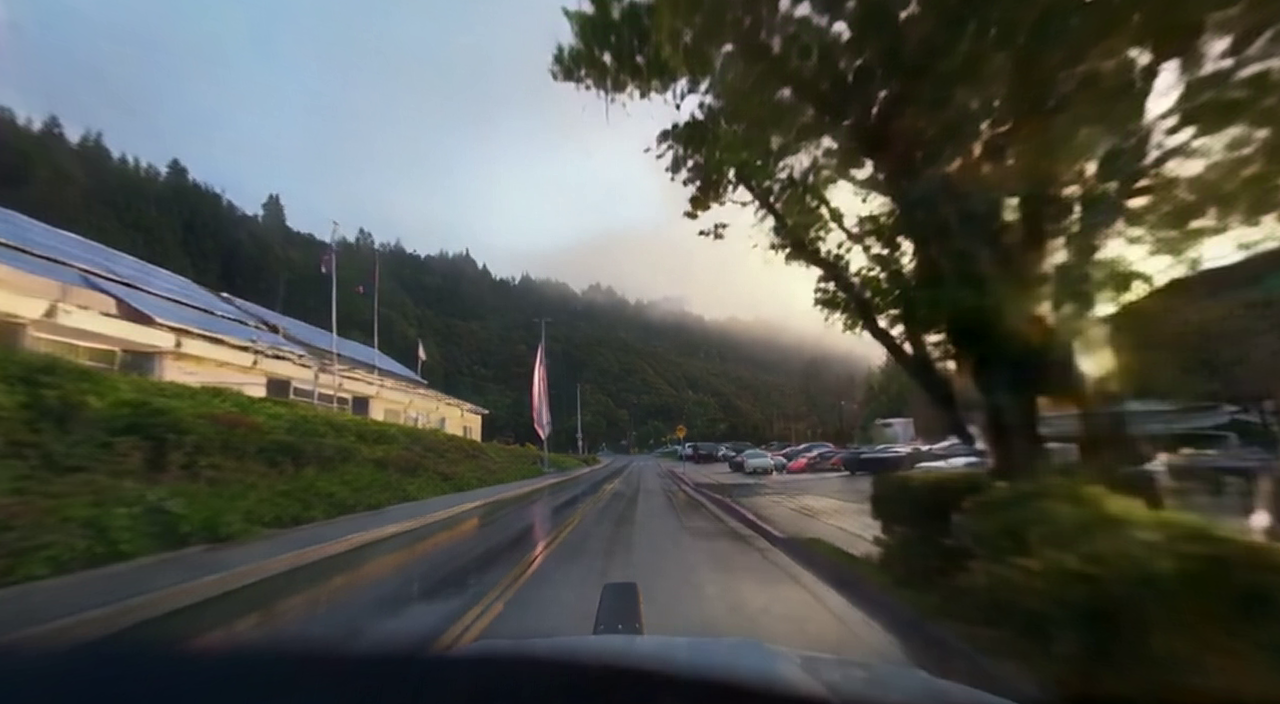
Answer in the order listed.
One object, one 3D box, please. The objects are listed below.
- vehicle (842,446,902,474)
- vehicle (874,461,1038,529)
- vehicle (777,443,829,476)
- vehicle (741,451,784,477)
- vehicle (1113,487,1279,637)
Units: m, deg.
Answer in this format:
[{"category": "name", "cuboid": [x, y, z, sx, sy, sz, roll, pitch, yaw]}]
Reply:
[{"category": "vehicle", "cuboid": [14.711, 6.844, 40.121, 1.947, 1.657, 4.314, 0, -9, -4]}, {"category": "vehicle", "cuboid": [8.109, 3.657, 16.574, 1.981, 1.471, 3.636, 1, -9, -10]}, {"category": "vehicle", "cuboid": [10.396, 6.883, 40.452, 2.113, 1.945, 4.546, -1, -9, 1]}, {"category": "vehicle", "cuboid": [7.735, 7.100, 39.992, 1.909, 1.496, 4.079, 0, -9, 0]}, {"category": "vehicle", "cuboid": [8.322, 2.383, 7.518, 3.774, 1.358, 1.792, -2, -8, 2]}]
